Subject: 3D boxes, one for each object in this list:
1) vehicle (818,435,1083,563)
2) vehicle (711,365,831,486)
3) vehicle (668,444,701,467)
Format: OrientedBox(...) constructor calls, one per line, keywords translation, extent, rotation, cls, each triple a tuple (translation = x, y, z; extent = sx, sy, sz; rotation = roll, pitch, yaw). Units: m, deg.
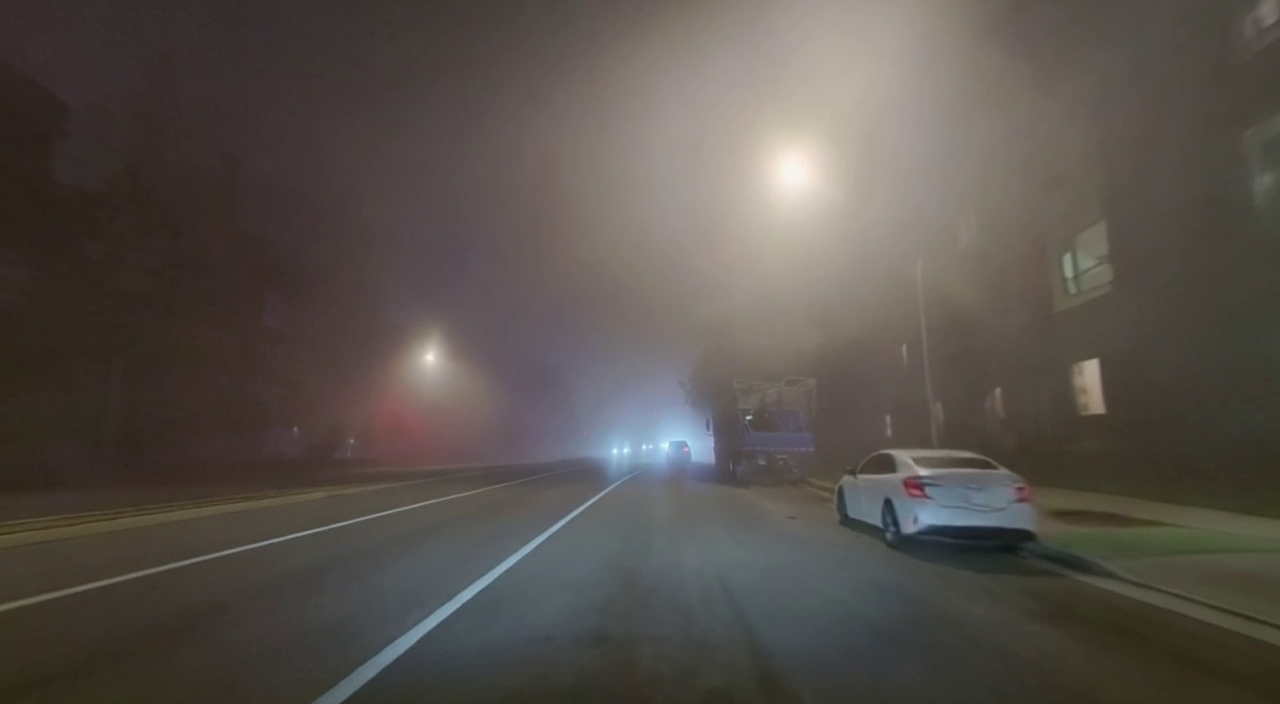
OrientedBox(translation=(4.295, 2.065, 9.756), extent=(1.884, 1.472, 4.650), rotation=(0, -8, 2), cls="vehicle")
OrientedBox(translation=(5.032, 3.378, 27.401), extent=(3.157, 3.982, 13.307), rotation=(0, -8, 3), cls="vehicle")
OrientedBox(translation=(2.915, 6.664, 40.653), extent=(1.871, 1.370, 4.206), rotation=(-1, -9, 7), cls="vehicle")
